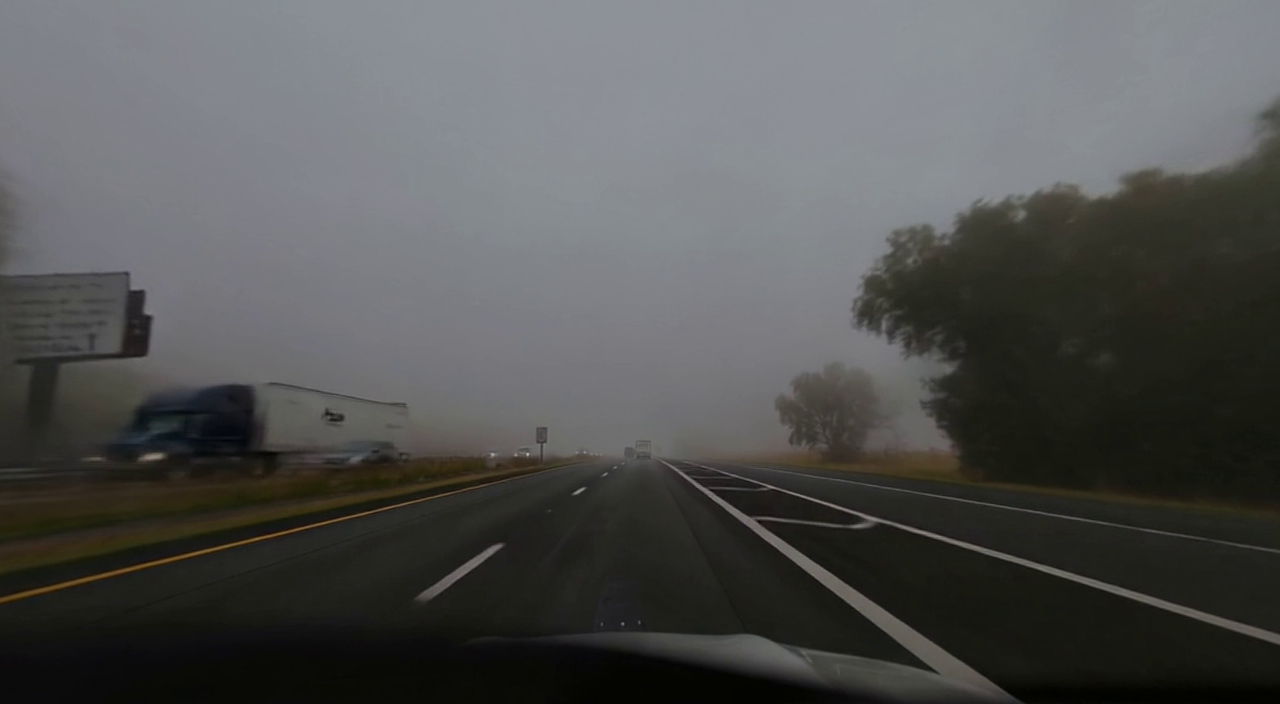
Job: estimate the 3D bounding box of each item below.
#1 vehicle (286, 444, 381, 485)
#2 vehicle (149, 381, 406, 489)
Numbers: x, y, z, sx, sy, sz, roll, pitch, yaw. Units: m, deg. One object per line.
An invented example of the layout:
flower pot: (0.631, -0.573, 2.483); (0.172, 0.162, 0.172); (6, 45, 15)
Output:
vehicle: (-12.346, 4.549, 25.716); (1.824, 1.517, 3.985); (0, -9, 0)
vehicle: (-16.424, 4.346, 31.543); (2.992, 3.968, 16.690); (0, -9, 0)
